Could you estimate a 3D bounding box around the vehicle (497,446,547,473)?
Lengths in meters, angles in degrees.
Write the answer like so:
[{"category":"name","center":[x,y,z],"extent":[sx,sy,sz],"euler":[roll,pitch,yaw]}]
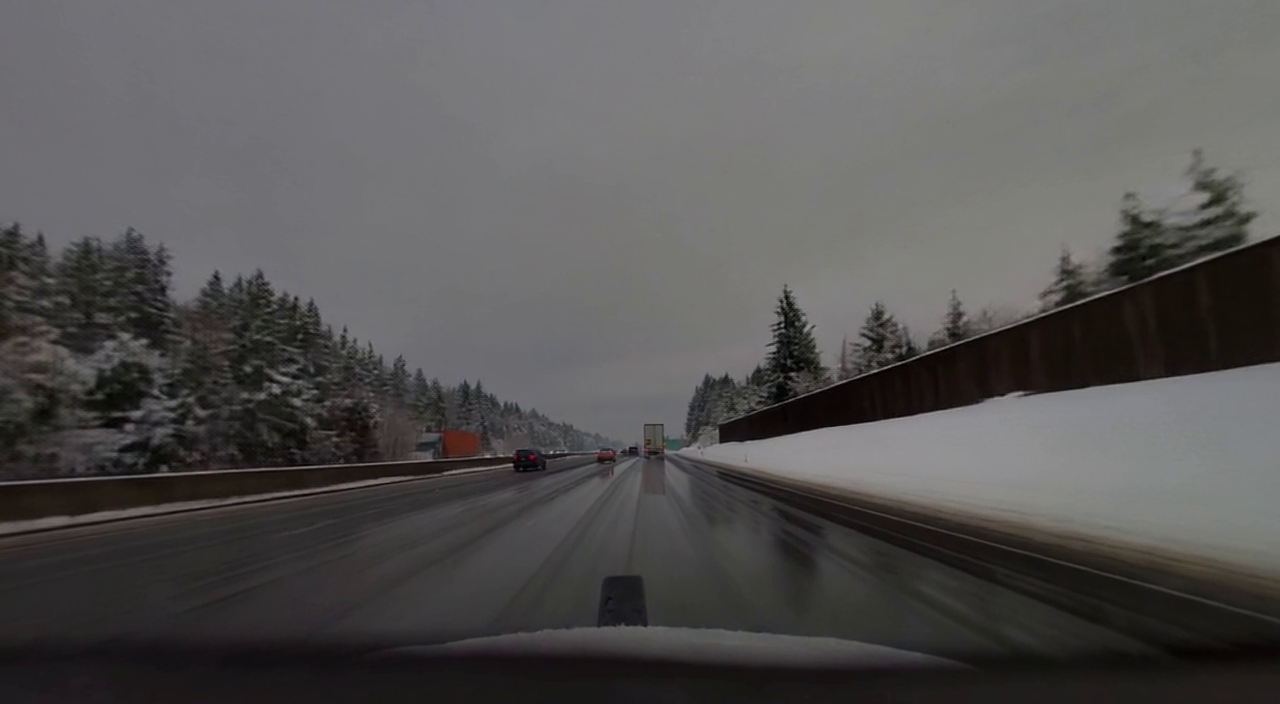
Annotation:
[{"category":"vehicle","center":[-7.109,6.543,38.432],"extent":[2.031,1.521,4.503],"euler":[0,-9,1]}]
